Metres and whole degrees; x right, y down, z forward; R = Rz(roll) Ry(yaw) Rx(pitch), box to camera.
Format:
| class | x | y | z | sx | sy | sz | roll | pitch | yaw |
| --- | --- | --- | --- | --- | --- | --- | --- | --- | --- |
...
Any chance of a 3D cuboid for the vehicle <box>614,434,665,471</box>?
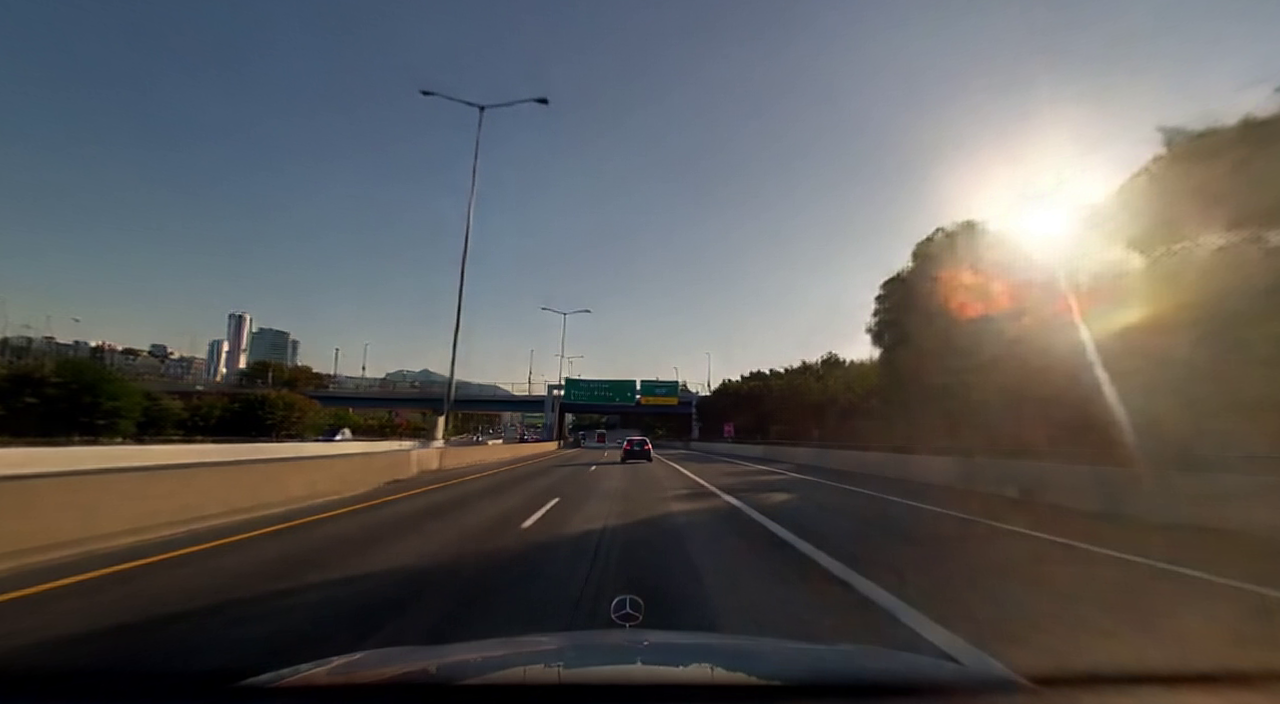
| class | x | y | z | sx | sy | sz | roll | pitch | yaw |
| --- | --- | --- | --- | --- | --- | --- | --- | --- | --- |
| vehicle | -0.043 | 4.534 | 28.555 | 2.130 | 1.512 | 4.057 | 0 | -8 | 0 |
